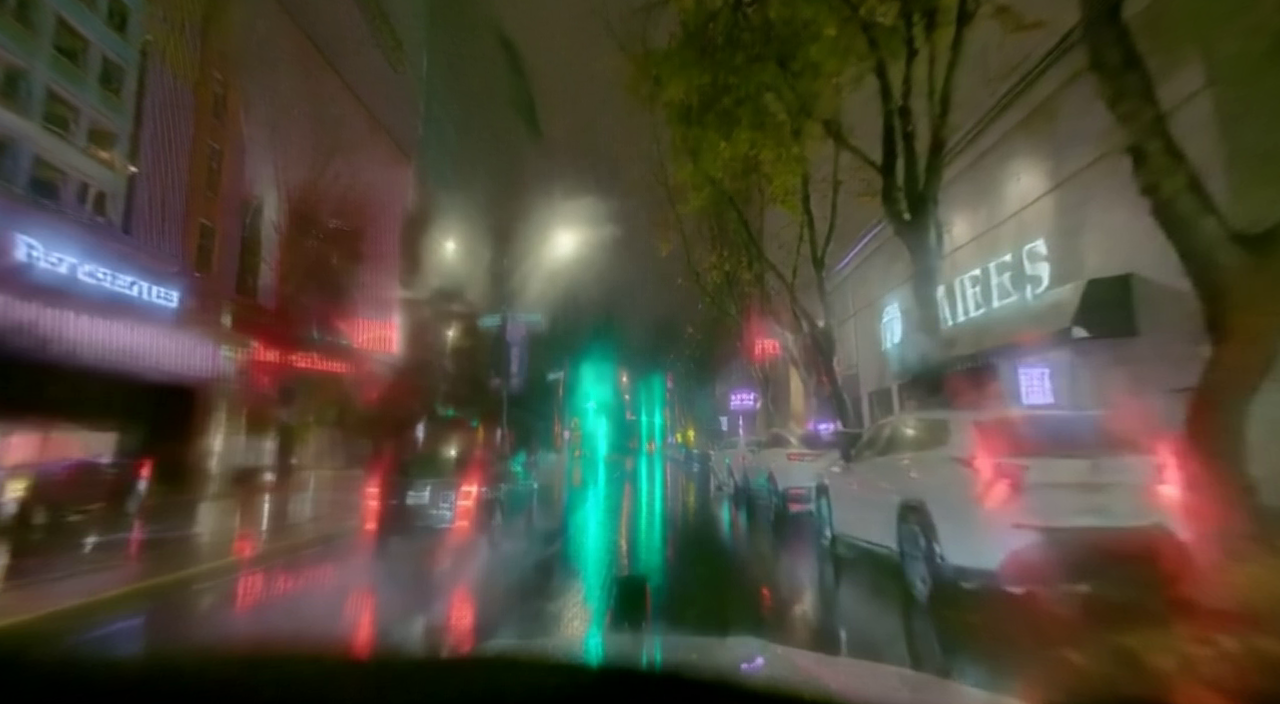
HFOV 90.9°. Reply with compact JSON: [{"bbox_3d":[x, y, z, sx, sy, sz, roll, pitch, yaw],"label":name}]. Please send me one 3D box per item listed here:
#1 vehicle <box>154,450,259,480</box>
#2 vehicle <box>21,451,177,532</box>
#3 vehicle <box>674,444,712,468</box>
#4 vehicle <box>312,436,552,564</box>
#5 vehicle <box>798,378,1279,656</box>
[{"bbox_3d":[-23.649,6.167,34.472,4.358,1.522,1.970,0,-8,4],"label":"vehicle"},{"bbox_3d":[-12.378,3.016,14.325,4.522,1.479,2.048,-8,-11,42],"label":"vehicle"},{"bbox_3d":[3.400,6.800,41.379,1.950,1.462,4.807,0,-8,-1],"label":"vehicle"},{"bbox_3d":[-2.680,2.009,9.427,2.030,1.436,4.388,0,-8,1],"label":"vehicle"},{"bbox_3d":[3.202,1.404,6.492,2.086,1.792,4.608,0,-8,2],"label":"vehicle"}]
